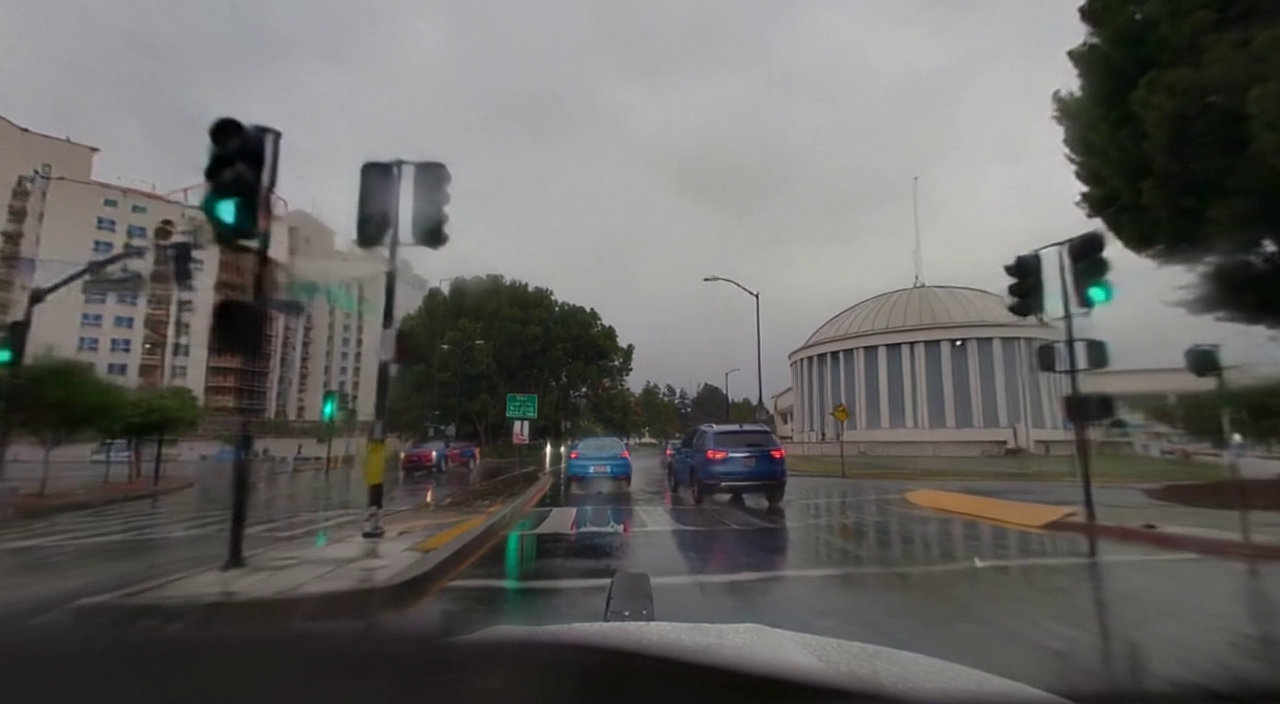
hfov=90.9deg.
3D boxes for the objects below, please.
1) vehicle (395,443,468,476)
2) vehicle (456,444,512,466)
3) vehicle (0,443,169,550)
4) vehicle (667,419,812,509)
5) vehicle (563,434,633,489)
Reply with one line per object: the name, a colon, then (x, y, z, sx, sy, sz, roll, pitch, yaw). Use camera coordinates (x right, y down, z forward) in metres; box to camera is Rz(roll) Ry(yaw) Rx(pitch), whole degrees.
vehicle: (-10.436, 5.397, 31.960, 2.121, 1.513, 4.827, 0, -8, -1)
vehicle: (-11.295, 7.456, 45.856, 2.012, 1.490, 4.351, -3, -9, 16)
vehicle: (-9.857, 2.138, 9.602, 2.013, 1.466, 4.430, 0, -8, -2)
vehicle: (2.089, 2.590, 15.028, 2.320, 1.772, 4.872, 0, -9, -4)
vehicle: (-1.411, 3.627, 21.203, 2.132, 1.632, 3.889, 0, -9, -4)
